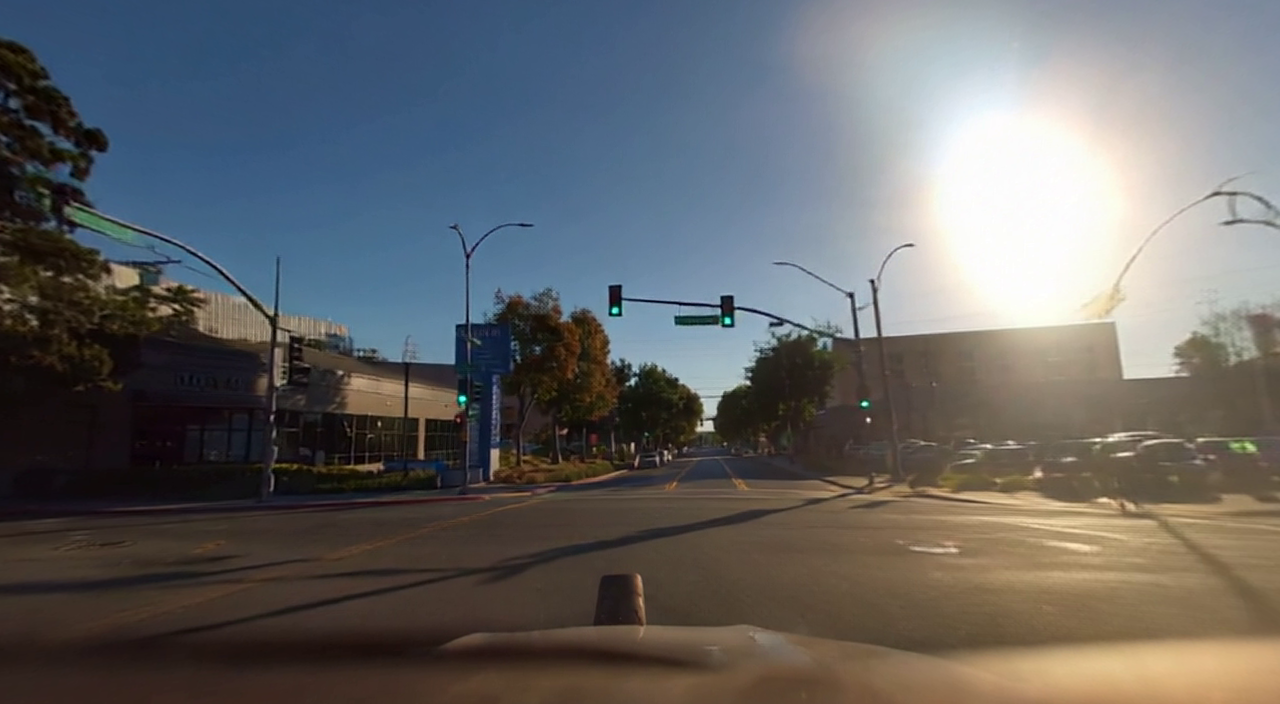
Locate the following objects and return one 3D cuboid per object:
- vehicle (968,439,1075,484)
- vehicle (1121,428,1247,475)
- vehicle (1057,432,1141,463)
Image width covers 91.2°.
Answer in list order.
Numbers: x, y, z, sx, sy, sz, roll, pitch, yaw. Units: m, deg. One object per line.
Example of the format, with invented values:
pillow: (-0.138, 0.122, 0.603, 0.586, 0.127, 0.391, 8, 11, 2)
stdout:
vehicle: (14.096, 3.989, 23.080, 4.295, 1.508, 1.955, 7, -11, -40)
vehicle: (19.818, 3.593, 22.800, 4.522, 1.546, 1.941, 5, -10, -30)
vehicle: (24.061, 5.033, 33.002, 1.860, 1.511, 3.569, -2, -8, 4)
